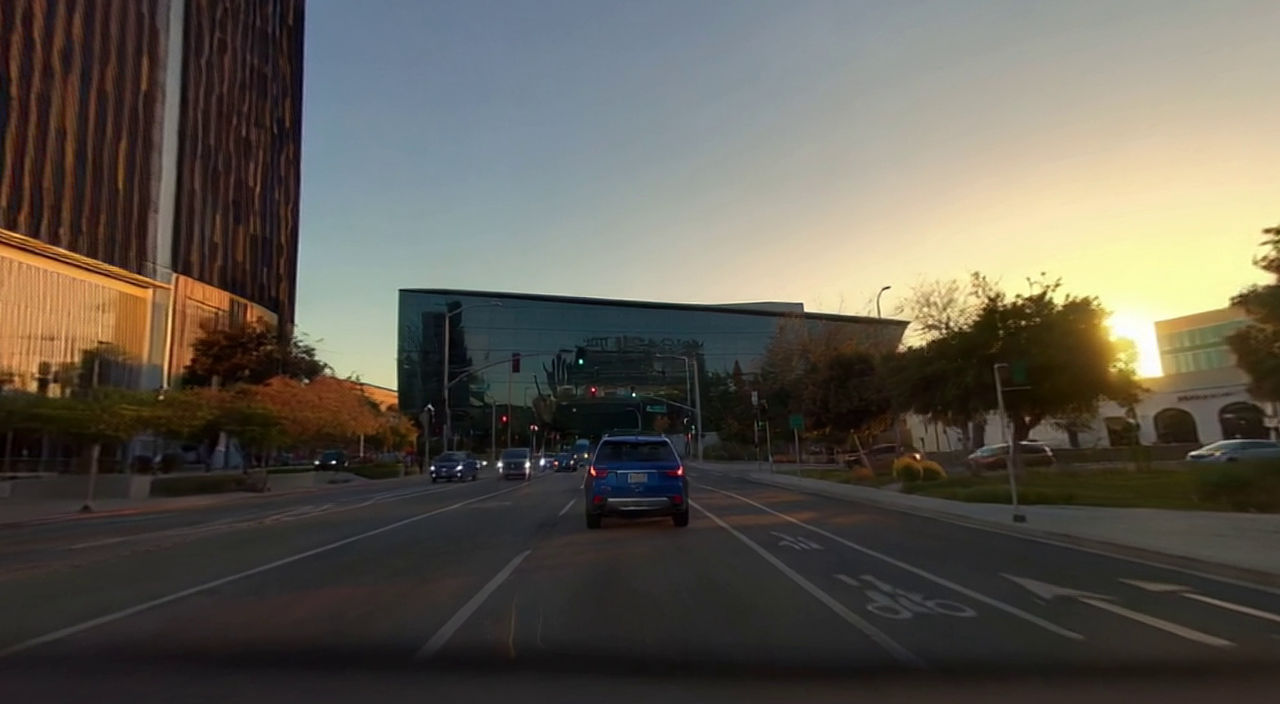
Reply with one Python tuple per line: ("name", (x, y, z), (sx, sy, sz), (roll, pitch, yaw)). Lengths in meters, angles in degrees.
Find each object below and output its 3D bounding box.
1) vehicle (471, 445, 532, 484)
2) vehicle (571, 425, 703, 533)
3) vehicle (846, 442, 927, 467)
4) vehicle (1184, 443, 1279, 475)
("vehicle", (-6.444, 5.270, 29.906), (2.028, 1.655, 4.189), (0, -9, -1))
("vehicle", (-0.127, 2.421, 12.591), (2.183, 1.765, 4.059), (0, -9, -2))
("vehicle", (15.793, 6.580, 40.594), (4.422, 1.563, 1.751), (0, -9, -2))
("vehicle", (32.530, 5.706, 33.722), (5.161, 1.610, 2.024), (0, -9, -3))
